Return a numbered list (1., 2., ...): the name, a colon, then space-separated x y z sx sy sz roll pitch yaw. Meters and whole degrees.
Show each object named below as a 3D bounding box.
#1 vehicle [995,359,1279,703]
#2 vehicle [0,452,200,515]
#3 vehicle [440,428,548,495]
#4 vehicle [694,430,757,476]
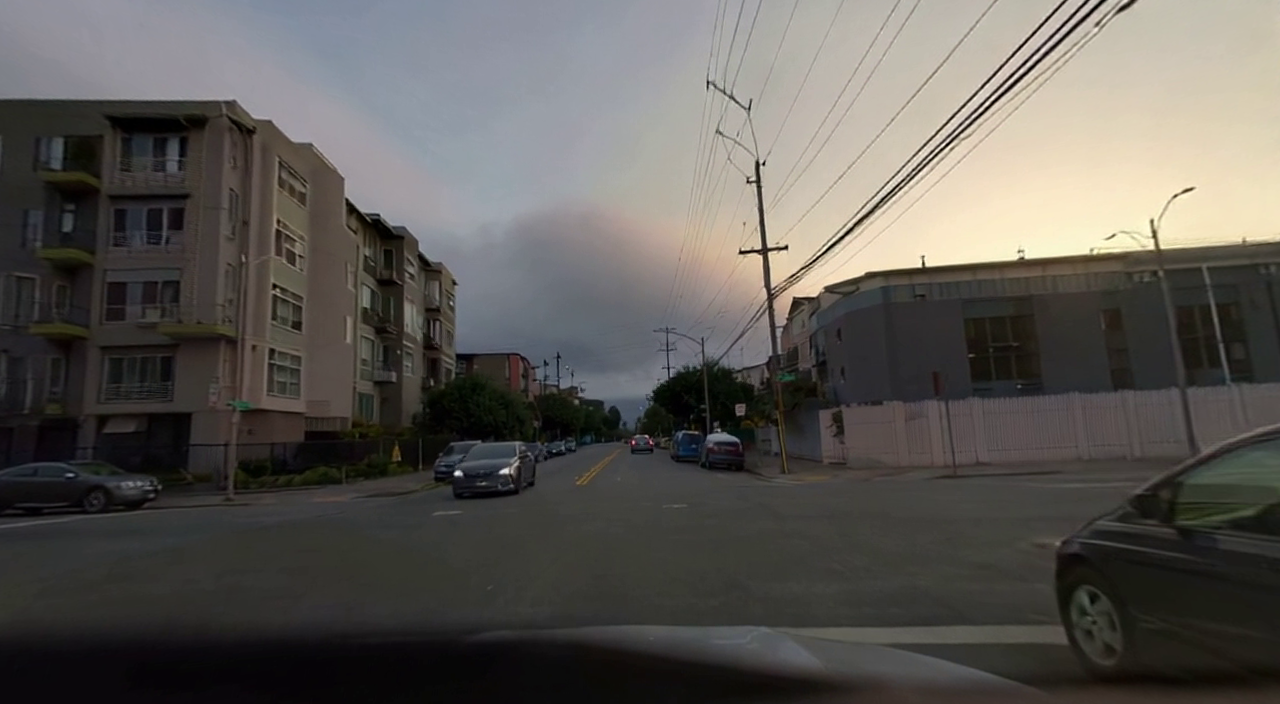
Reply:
1. vehicle: 3.487 0.849 2.249 1.994 1.697 4.274 -1 -8 1
2. vehicle: -17.293 4.085 19.827 5.354 1.773 1.991 0 -9 0
3. vehicle: -4.382 3.386 19.827 2.201 1.801 4.750 -1 -9 0
4. vehicle: 3.695 4.480 28.096 2.164 1.721 4.416 -4 -9 1
